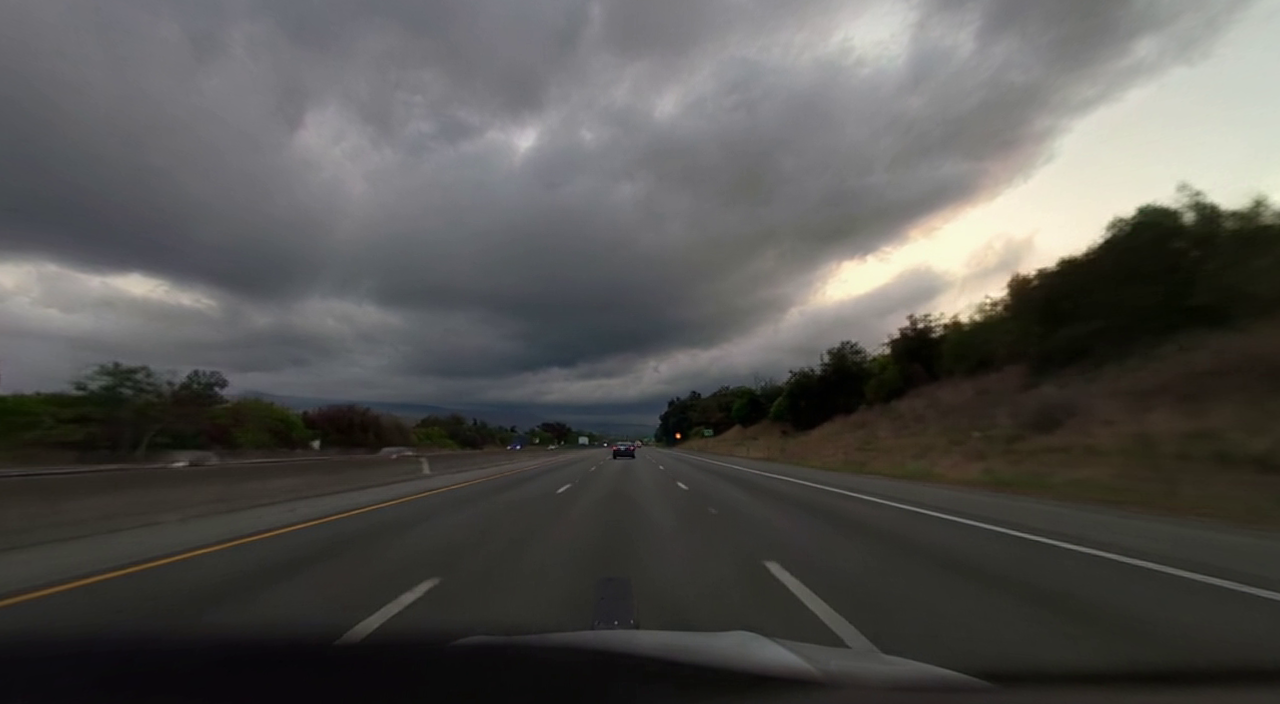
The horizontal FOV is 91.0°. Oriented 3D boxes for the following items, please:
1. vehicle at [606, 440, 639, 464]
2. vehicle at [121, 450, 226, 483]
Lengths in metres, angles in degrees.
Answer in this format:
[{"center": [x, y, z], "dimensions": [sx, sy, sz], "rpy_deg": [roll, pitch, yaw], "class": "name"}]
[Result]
[{"center": [-1.184, 6.880, 43.529], "dimensions": [2.158, 1.562, 4.373], "rpy_deg": [0, -8, -1], "class": "vehicle"}, {"center": [-24.069, 5.886, 32.728], "dimensions": [1.996, 1.493, 4.570], "rpy_deg": [0, -8, -1], "class": "vehicle"}]
